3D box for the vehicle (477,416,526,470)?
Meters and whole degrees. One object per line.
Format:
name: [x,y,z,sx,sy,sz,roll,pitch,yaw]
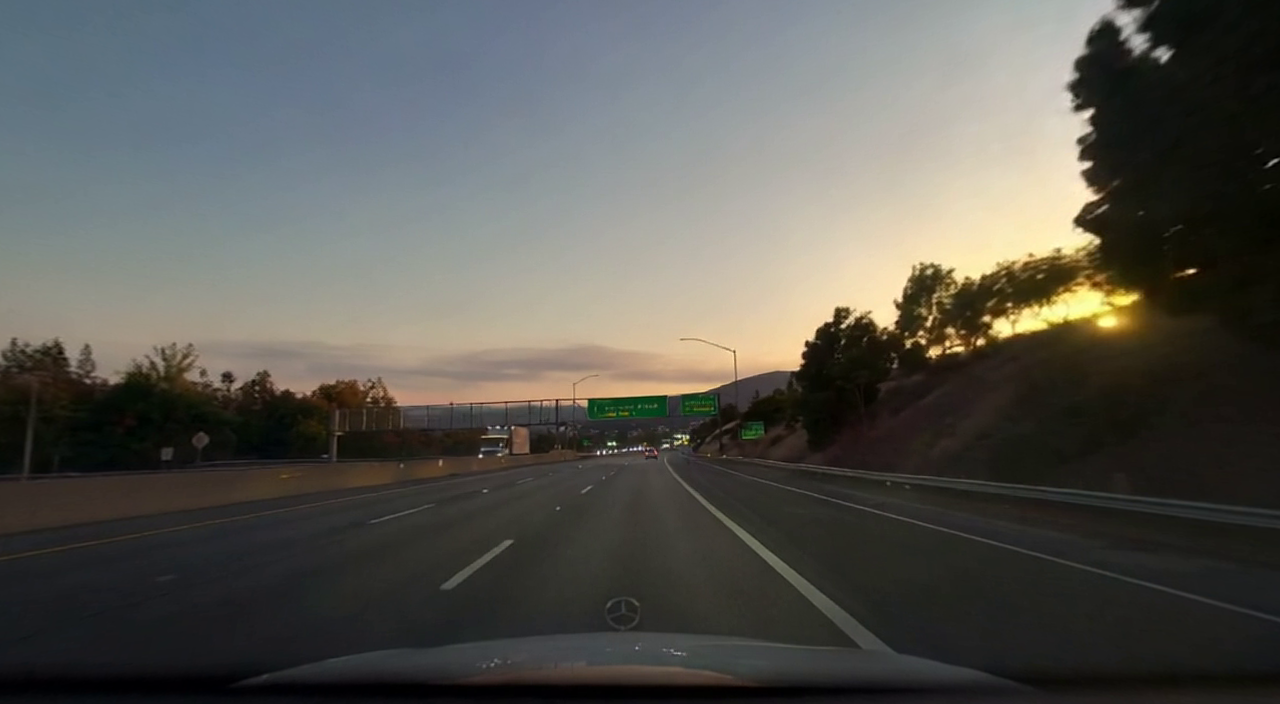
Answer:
vehicle: [-10.572,7.020,48.538,2.818,3.939,3.780,-1,-9,1]
